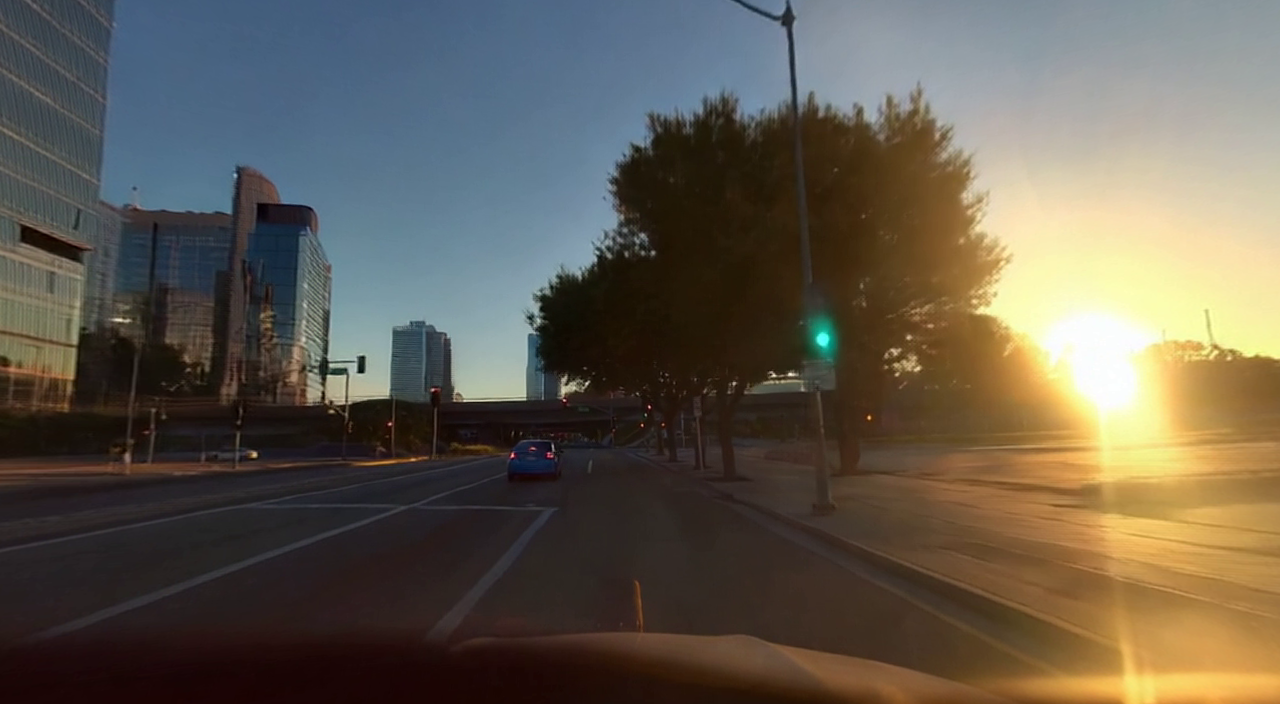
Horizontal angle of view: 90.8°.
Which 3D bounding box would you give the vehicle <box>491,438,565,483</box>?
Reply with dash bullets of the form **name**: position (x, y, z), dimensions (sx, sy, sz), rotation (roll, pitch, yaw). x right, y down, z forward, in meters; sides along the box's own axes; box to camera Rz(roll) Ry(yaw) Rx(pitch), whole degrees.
- **vehicle**: position (-4.018, 3.965, 23.429), dimensions (2.154, 1.465, 4.532), rotation (0, -8, -3)
